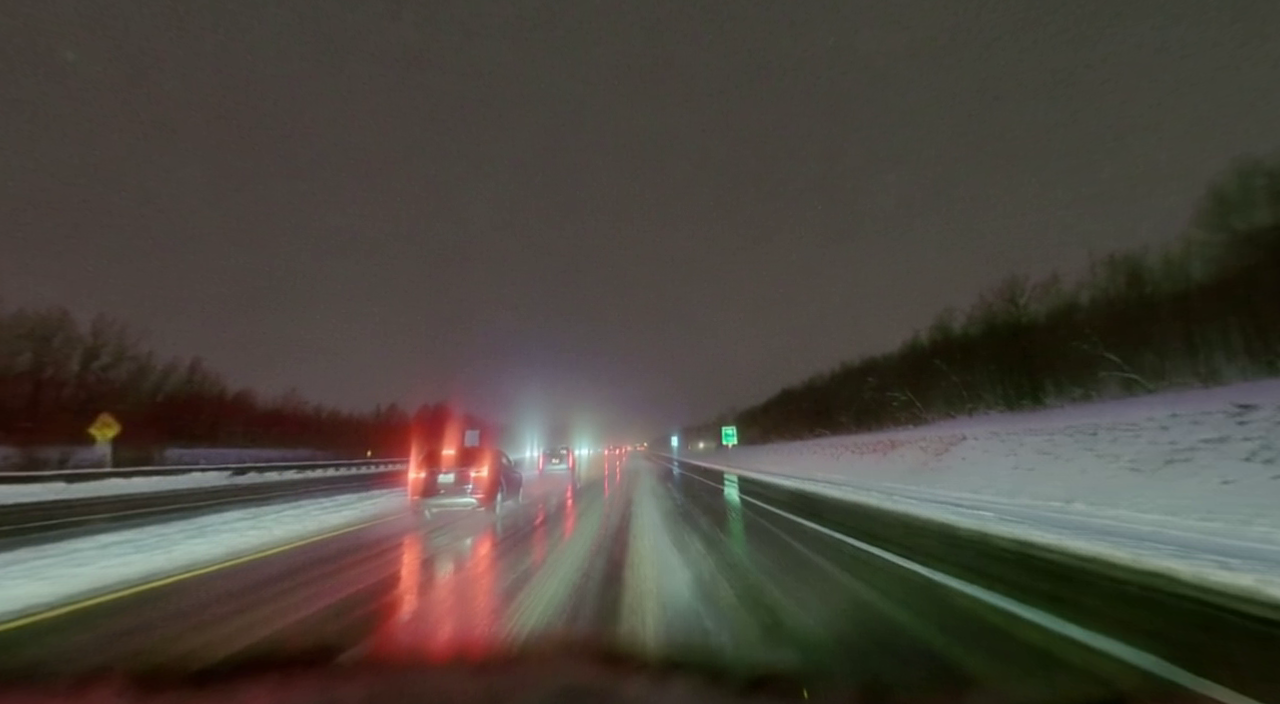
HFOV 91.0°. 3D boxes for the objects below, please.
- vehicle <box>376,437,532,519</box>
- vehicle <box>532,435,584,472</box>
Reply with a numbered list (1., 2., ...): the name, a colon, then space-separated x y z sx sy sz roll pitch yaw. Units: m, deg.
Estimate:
1. vehicle: -3.902 2.724 14.194 2.044 1.527 4.607 0 -9 1
2. vehicle: -4.339 5.490 34.046 2.177 1.852 4.427 0 -9 1
